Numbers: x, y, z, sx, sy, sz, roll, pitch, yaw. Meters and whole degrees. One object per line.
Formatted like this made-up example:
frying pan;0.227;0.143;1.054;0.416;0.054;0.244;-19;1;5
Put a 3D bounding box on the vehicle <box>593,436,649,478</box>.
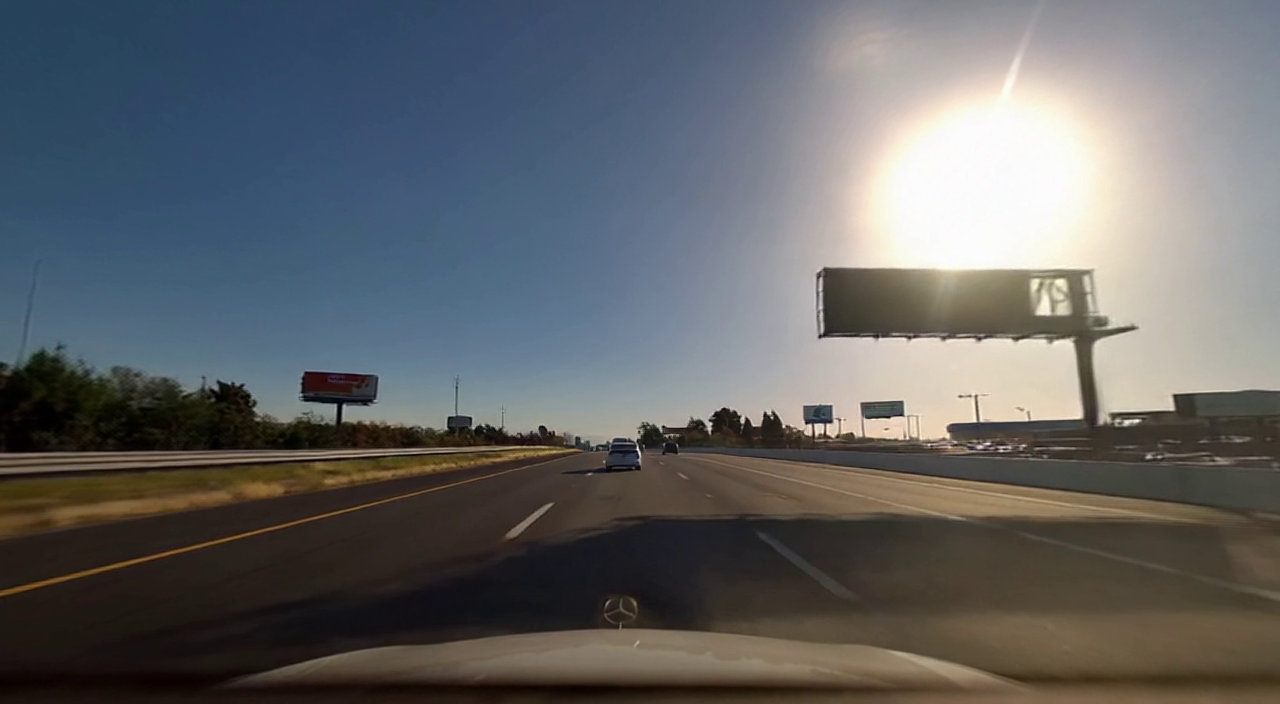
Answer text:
vehicle;-0.736;4.334;26.210;2.147;1.576;3.964;0;-8;-1
